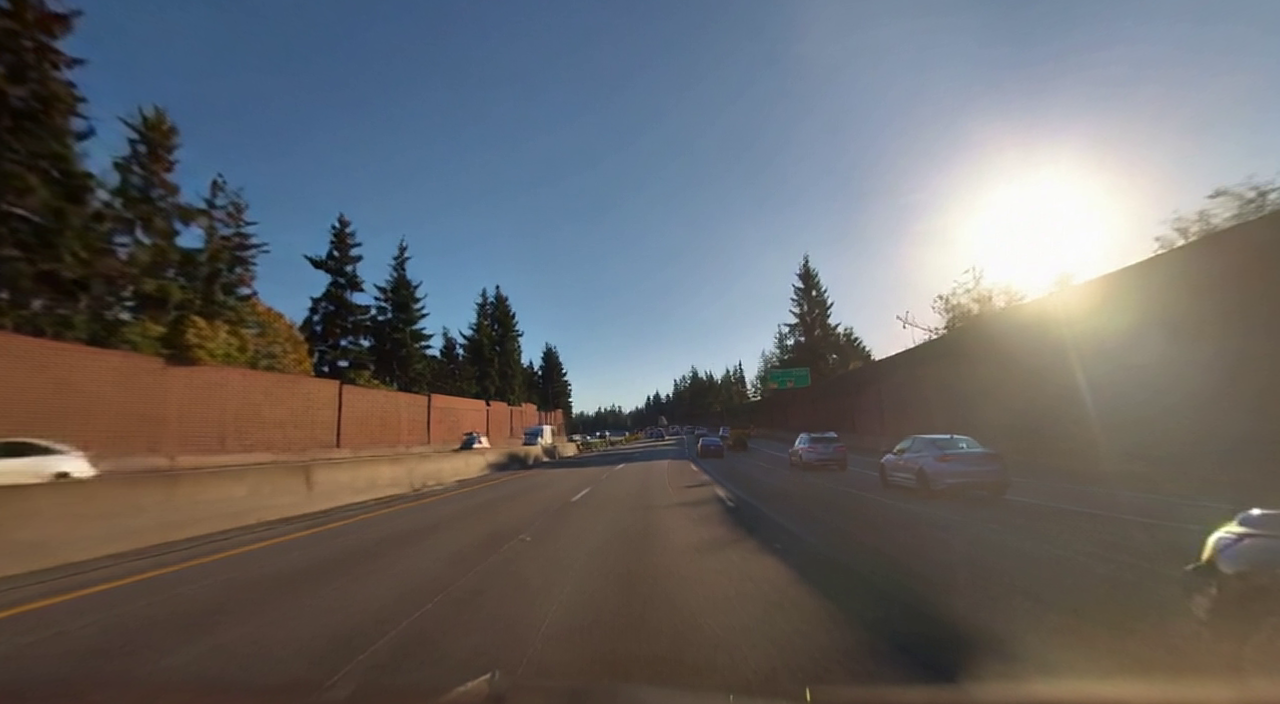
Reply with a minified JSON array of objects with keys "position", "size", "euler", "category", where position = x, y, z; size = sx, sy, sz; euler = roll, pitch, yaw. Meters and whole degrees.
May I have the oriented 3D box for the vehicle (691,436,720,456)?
[{"position":[5.077,7.366,49.532],"size":[1.926,1.477,4.080],"euler":[0,-8,2],"category":"vehicle"}]
